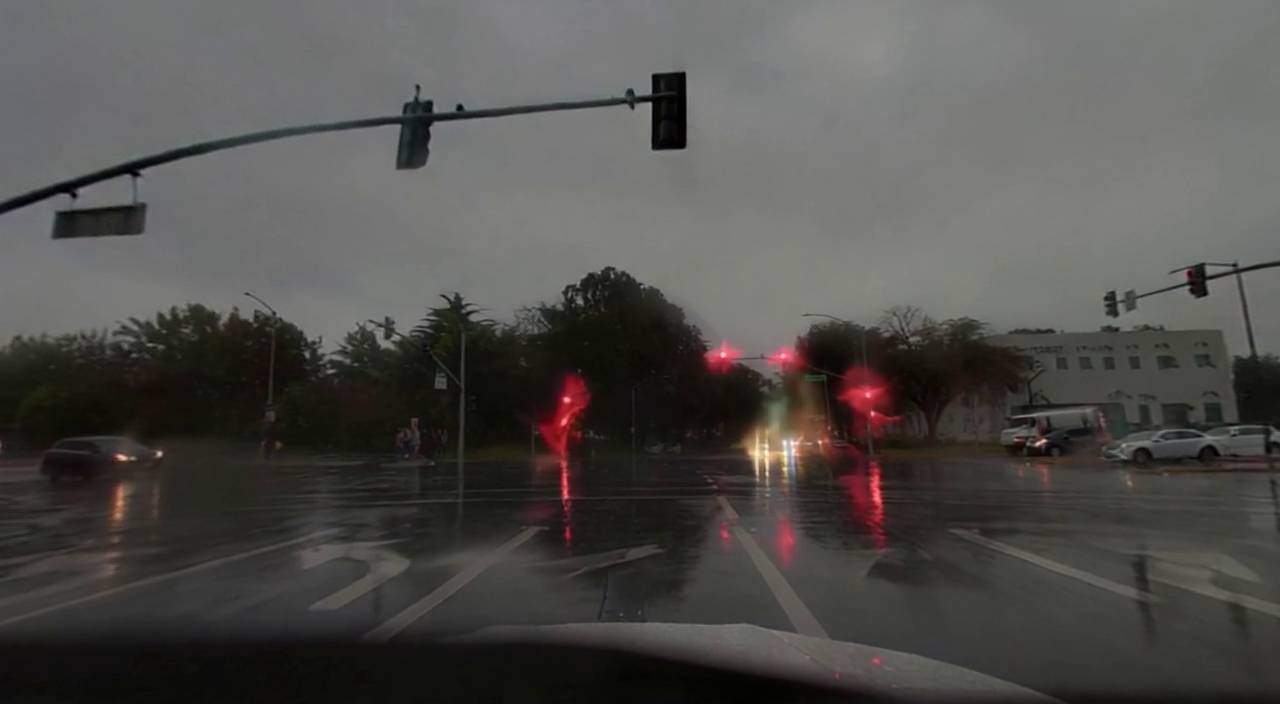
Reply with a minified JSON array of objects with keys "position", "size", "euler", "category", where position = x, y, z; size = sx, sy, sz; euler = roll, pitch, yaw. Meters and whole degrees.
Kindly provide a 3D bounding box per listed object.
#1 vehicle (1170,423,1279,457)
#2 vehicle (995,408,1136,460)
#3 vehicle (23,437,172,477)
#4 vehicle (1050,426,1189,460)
[{"position":[32.210,4.793,34.244],"size":[4.896,1.729,1.952],"euler":[-1,-9,5],"category":"vehicle"},{"position":[23.685,4.626,35.417],"size":[5.855,2.746,2.523],"euler":[-1,-9,5],"category":"vehicle"},{"position":[-21.168,4.100,24.757],"size":[4.265,1.493,1.871],"euler":[-1,-9,5],"category":"vehicle"},{"position":[21.945,4.207,29.090],"size":[4.740,1.464,1.876],"euler":[-1,-9,4],"category":"vehicle"}]
